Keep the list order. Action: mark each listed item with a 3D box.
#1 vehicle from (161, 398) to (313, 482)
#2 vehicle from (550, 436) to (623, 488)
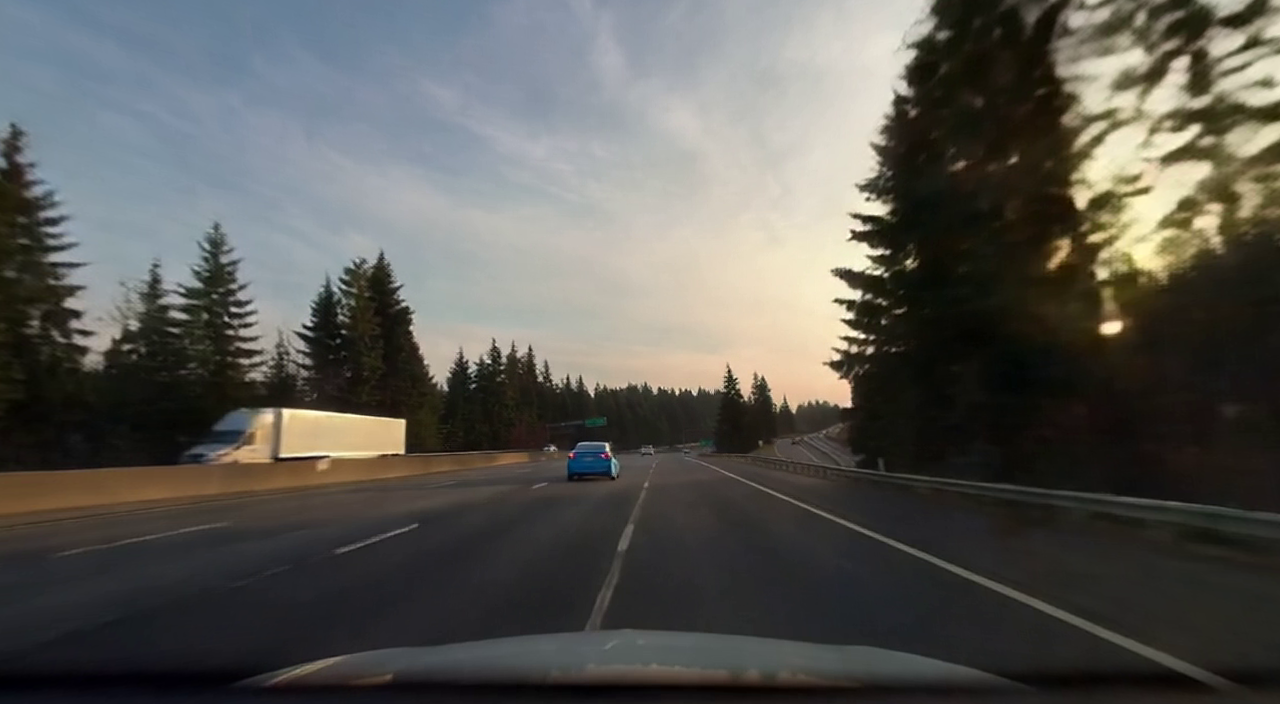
[{"bbox_3d":[-22.522,5.028,35.845,3.005,4.234,8.022,-1,-8,2],"label":"vehicle"},{"bbox_3d":[-1.813,3.941,22.900,2.133,1.686,4.203,-1,-8,2],"label":"vehicle"}]
